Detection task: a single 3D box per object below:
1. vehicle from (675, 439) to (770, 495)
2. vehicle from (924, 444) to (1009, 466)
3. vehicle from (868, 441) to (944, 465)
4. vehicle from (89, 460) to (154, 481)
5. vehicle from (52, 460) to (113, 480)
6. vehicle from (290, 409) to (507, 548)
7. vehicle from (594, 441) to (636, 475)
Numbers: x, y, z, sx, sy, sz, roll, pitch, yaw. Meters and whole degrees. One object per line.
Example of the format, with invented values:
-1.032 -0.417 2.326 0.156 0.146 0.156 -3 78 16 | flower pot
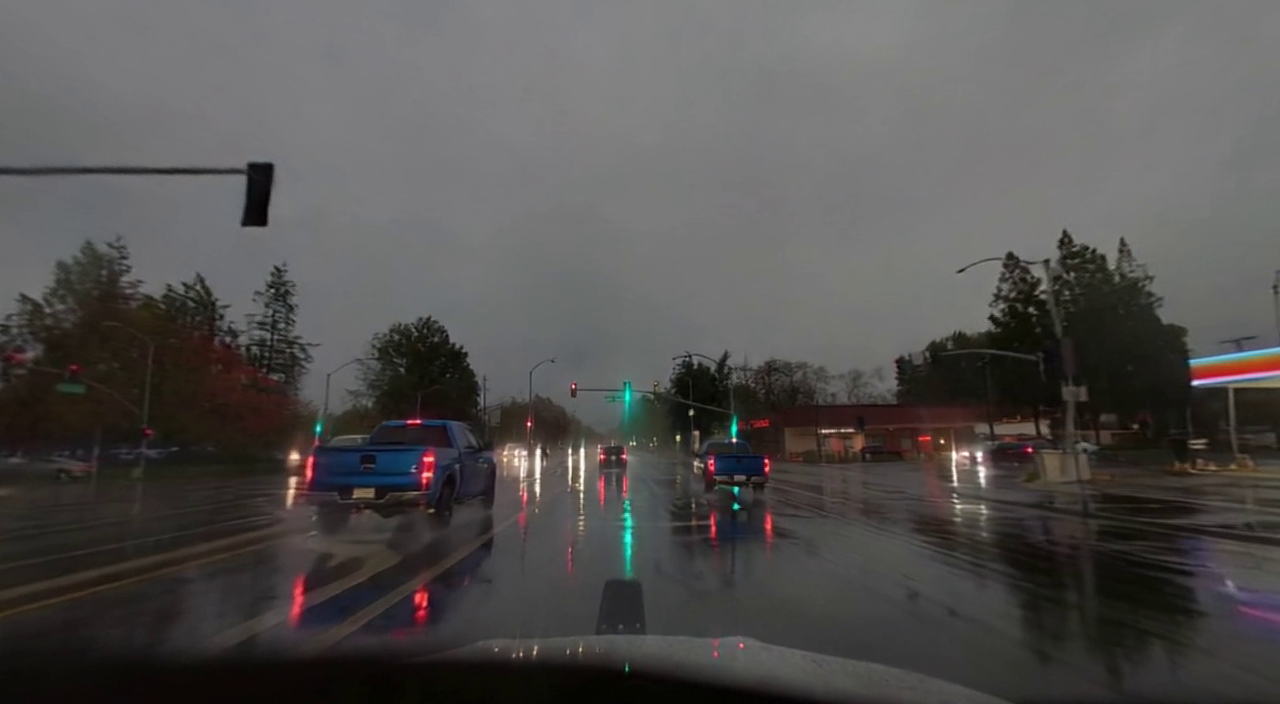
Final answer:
2.362 3.455 19.350 2.061 1.487 4.462 1 -9 -4 | vehicle
21.990 6.940 42.624 4.789 1.455 1.986 2 -9 -10 | vehicle
20.582 7.820 48.975 4.950 1.760 2.213 1 -9 -10 | vehicle
-40.281 9.178 49.191 1.802 1.447 4.432 1 -9 -8 | vehicle
-42.724 9.019 48.492 1.593 1.399 3.698 1 -8 -7 | vehicle
-3.967 2.189 11.718 2.195 1.905 5.634 1 -9 -5 | vehicle
-1.324 5.406 32.440 2.029 1.605 3.827 1 -9 -4 | vehicle
